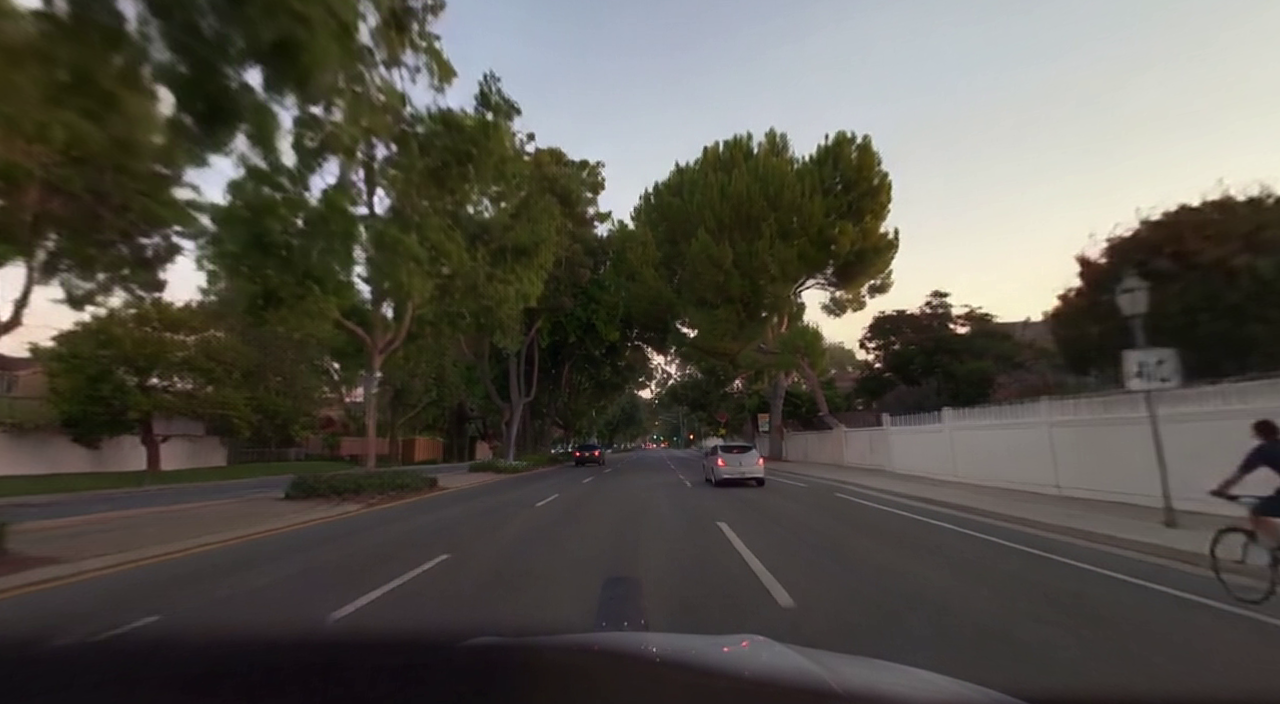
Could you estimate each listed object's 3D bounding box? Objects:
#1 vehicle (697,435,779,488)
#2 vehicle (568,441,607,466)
[{"bbox_3d":[3.037,3.516,20.524,1.992,1.511,4.464,0,-9,0],"label":"vehicle"},{"bbox_3d":[-3.274,6.494,40.288,2.011,1.480,4.517,0,-9,1],"label":"vehicle"}]
